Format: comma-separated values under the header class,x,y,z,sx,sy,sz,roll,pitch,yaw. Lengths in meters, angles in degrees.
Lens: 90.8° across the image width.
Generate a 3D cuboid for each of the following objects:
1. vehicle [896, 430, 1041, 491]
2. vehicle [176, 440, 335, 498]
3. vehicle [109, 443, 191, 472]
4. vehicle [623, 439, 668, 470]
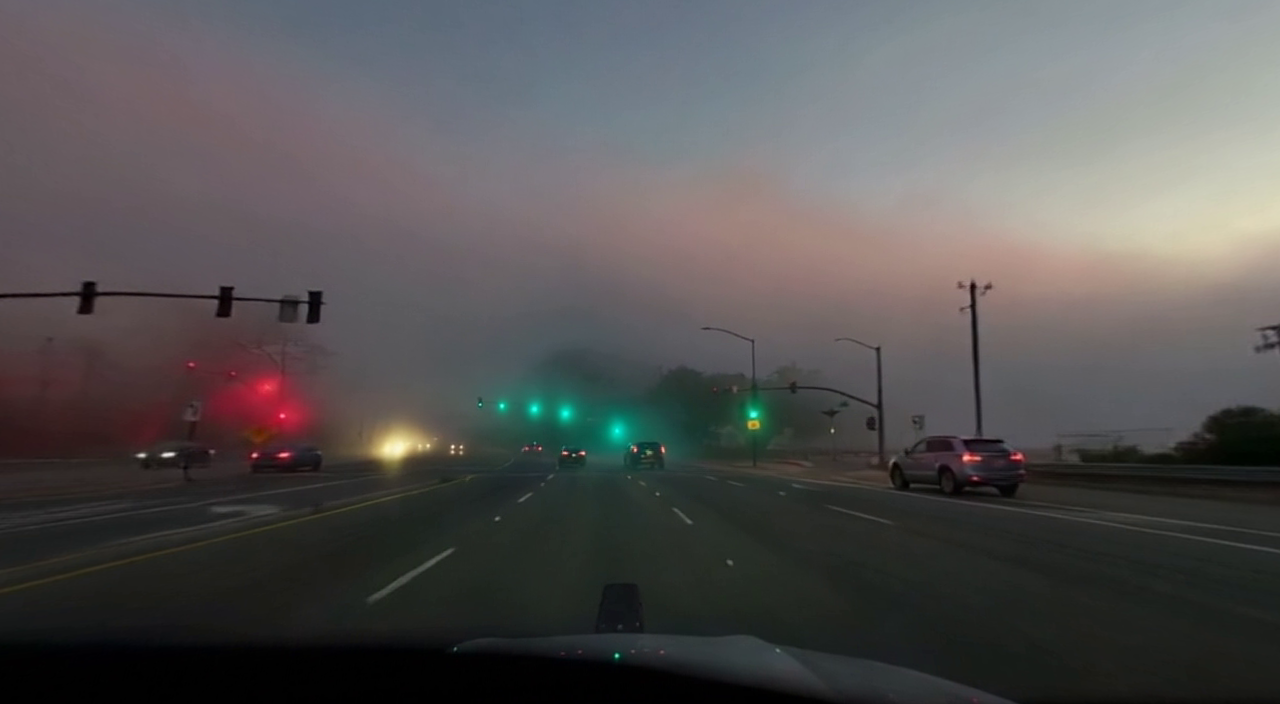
class,x,y,z,sx,sy,sz,roll,pitch,yaw
vehicle,10.461,3.488,20.637,2.130,1.741,4.665,0,-9,-1
vehicle,-12.169,3.699,20.469,2.399,1.624,4.585,0,-9,-3
vehicle,-30.055,6.468,38.931,1.873,1.627,4.459,1,-9,-8
vehicle,0.251,6.015,37.324,2.024,1.724,3.928,1,-9,-8
